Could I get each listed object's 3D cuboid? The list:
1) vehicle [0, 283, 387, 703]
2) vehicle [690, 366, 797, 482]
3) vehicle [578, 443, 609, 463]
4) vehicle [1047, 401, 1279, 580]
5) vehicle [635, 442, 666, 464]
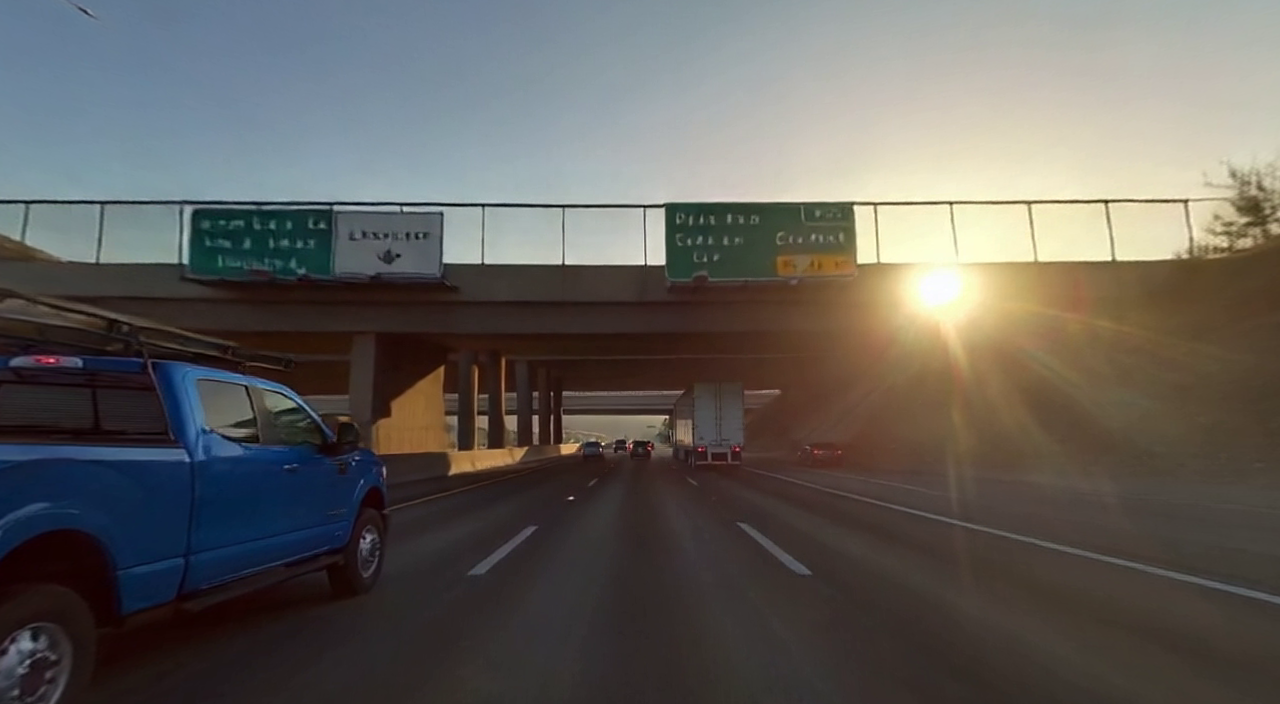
[{"bbox_3d":[-4.160,0.863,3.717,2.599,2.054,6.288,0,-8,1],"label":"vehicle"},{"bbox_3d":[4.116,3.443,28.538,2.885,4.036,12.891,0,-8,1],"label":"vehicle"},{"bbox_3d":[-3.453,7.648,47.842,2.077,1.446,4.106,0,-8,0],"label":"vehicle"},{"bbox_3d":[7.134,1.480,7.103,1.999,1.700,4.640,0,-8,1],"label":"vehicle"},{"bbox_3d":[0.735,7.208,45.127,2.092,1.446,4.092,0,-8,1],"label":"vehicle"}]
